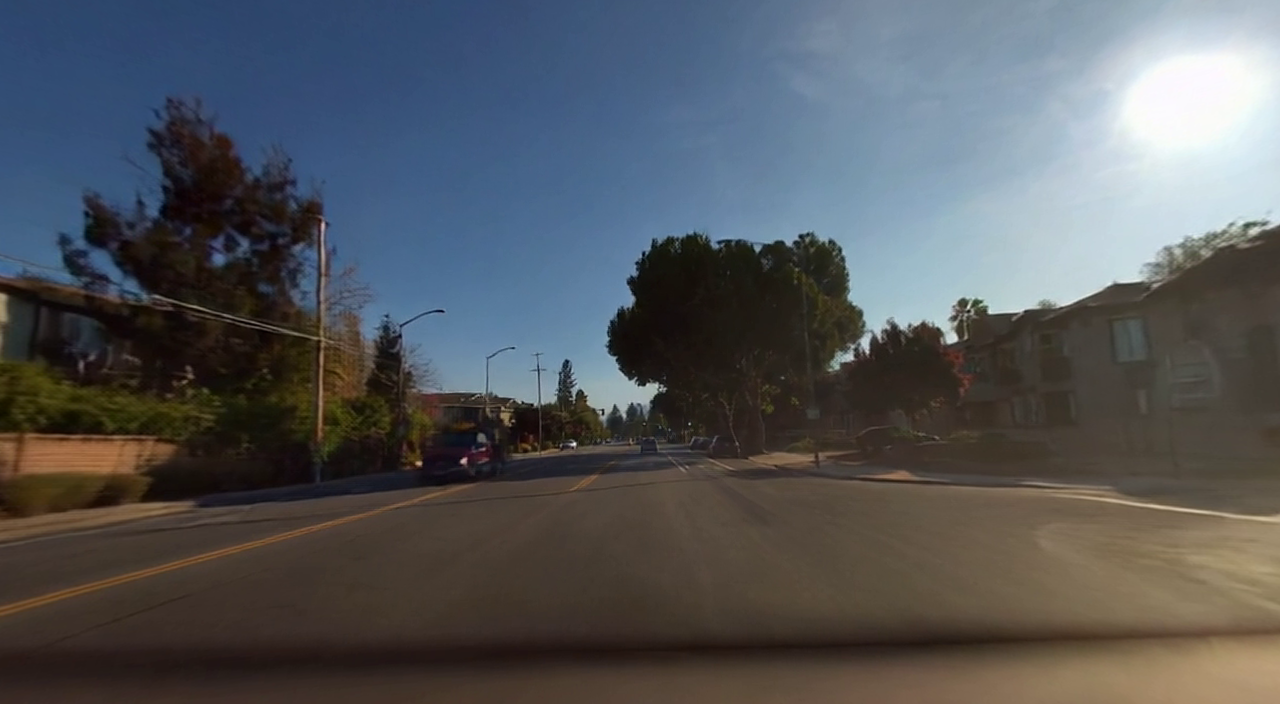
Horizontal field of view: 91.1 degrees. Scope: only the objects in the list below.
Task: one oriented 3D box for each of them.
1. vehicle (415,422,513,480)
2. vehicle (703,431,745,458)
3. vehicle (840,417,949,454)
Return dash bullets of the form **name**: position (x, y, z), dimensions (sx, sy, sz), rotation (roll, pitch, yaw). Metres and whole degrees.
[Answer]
- **vehicle**: position (-7.485, 4.323, 27.634), dimensions (2.413, 2.267, 6.252), rotation (0, -8, 1)
- **vehicle**: position (5.573, 6.239, 42.261), dimensions (2.140, 1.739, 4.721), rotation (0, -8, 0)
- **vehicle**: position (13.462, 4.441, 33.384), dimensions (4.674, 1.557, 2.288), rotation (-3, -8, -5)
